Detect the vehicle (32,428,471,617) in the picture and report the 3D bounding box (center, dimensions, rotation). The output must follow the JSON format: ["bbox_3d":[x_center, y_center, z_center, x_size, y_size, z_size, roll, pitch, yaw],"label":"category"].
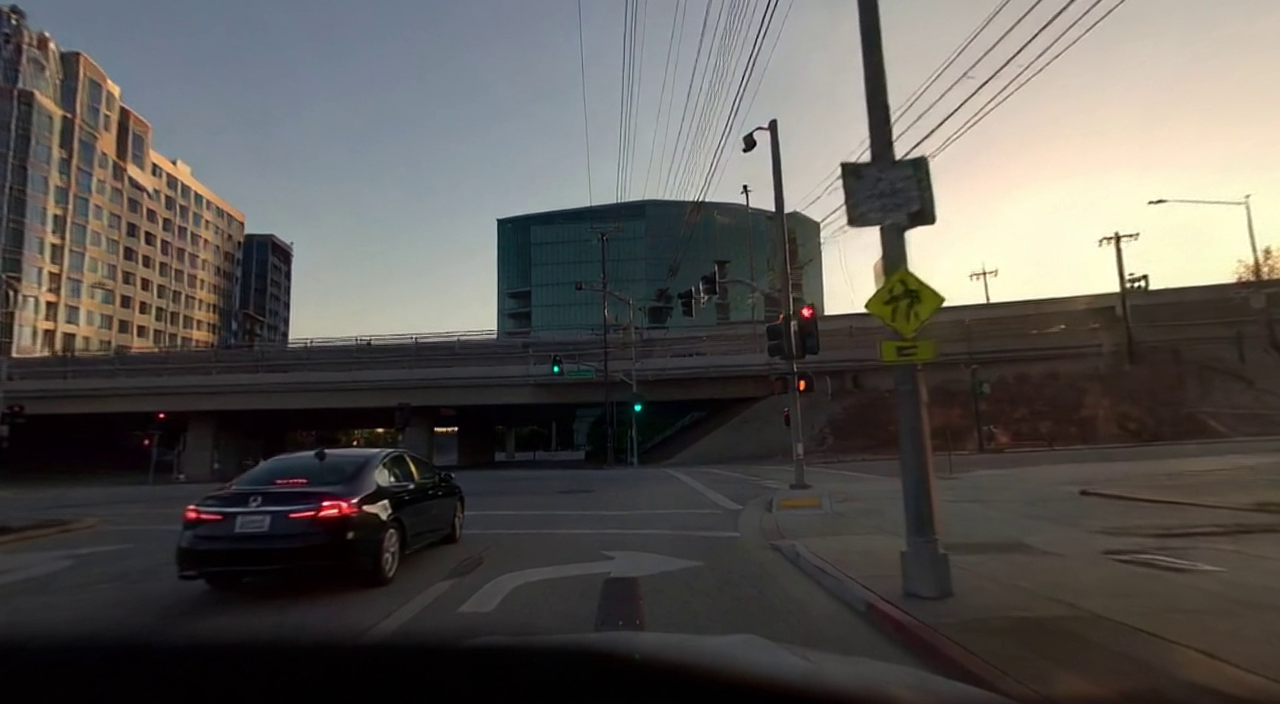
[{"bbox_3d":[-3.670,1.680,7.285,2.154,1.465,4.532,0,-8,0],"label":"vehicle"}]
